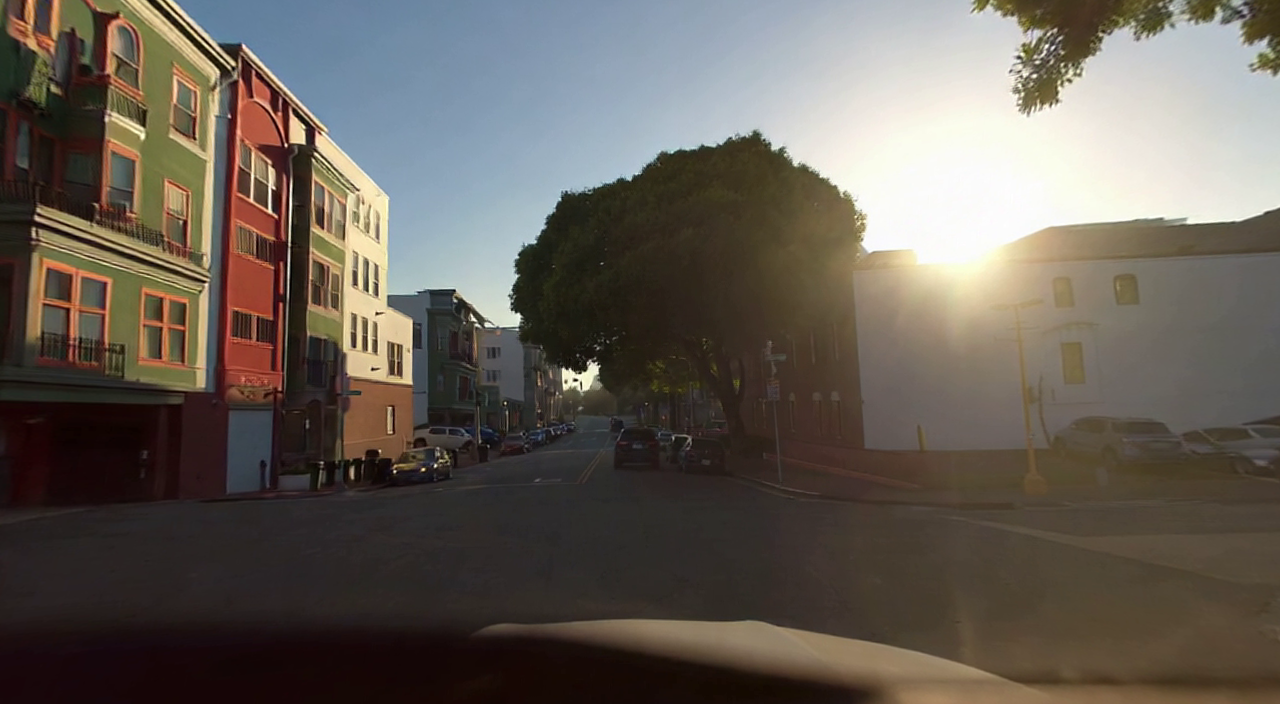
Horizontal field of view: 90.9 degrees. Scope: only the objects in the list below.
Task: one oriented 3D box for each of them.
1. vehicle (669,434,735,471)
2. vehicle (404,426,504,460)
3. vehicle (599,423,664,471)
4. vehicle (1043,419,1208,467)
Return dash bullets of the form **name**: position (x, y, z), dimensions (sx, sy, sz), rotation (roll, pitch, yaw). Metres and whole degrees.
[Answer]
- **vehicle**: position (2.541, 4.298, 27.056), dimensions (2.290, 1.456, 4.503), rotation (0, -8, -1)
- **vehicle**: position (-11.439, 5.596, 38.868), dimensions (5.540, 1.950, 2.113), rotation (4, -12, -28)
- **vehicle**: position (-0.477, 4.048, 26.958), dimensions (2.412, 1.834, 4.636), rotation (1, -9, -5)
- **vehicle**: position (15.389, 2.920, 20.138), dimensions (3.752, 1.453, 1.709), rotation (0, -9, 2)
